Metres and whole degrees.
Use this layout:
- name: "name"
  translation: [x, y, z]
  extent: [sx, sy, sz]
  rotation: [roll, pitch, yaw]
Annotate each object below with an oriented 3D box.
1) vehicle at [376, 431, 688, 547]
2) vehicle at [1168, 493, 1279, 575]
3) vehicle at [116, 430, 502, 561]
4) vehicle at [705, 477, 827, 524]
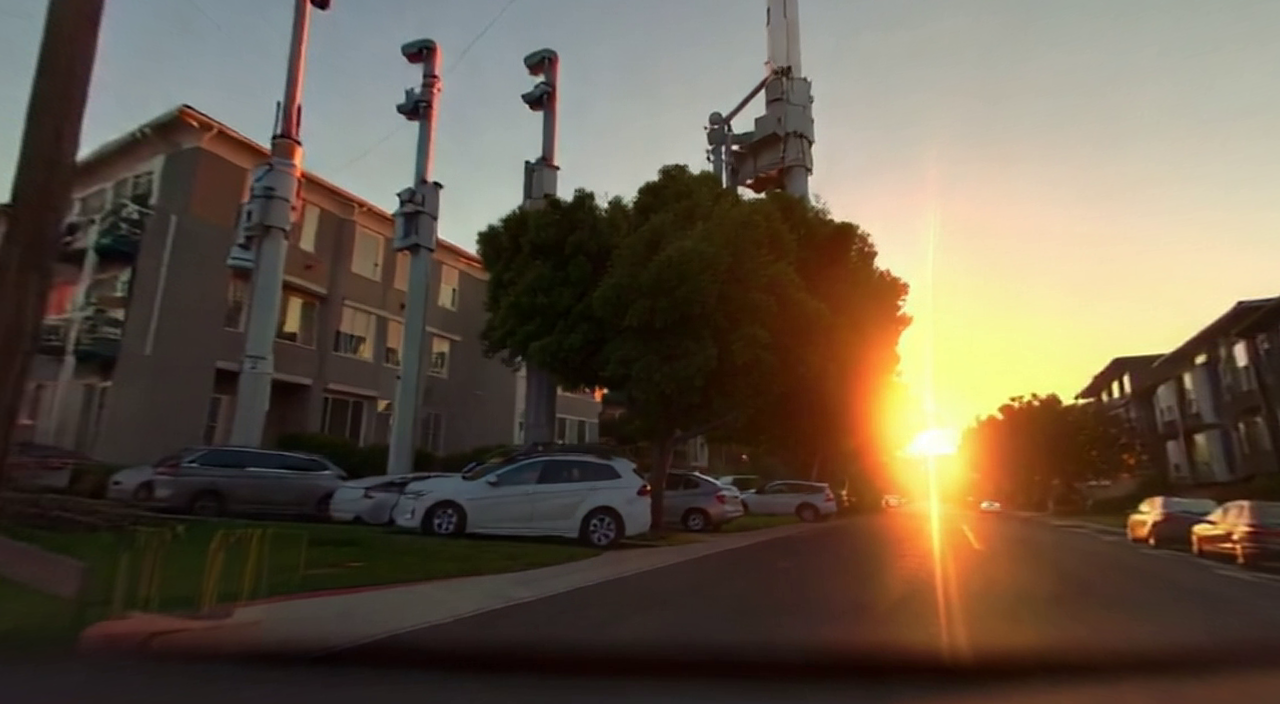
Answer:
- name: "vehicle"
  translation: [-1.965, 2.703, 12.532]
  extent: [5.514, 1.976, 2.153]
  rotation: [2, -11, -5]
- name: "vehicle"
  translation: [14.341, 3.826, 13.131]
  extent: [4.724, 1.522, 1.948]
  rotation: [-5, -12, 29]
- name: "vehicle"
  translation: [-4.628, 2.133, 9.527]
  extent: [4.648, 1.659, 1.897]
  rotation: [2, -11, -3]
- name: "vehicle"
  translation: [5.020, 5.973, 25.516]
  extent: [4.450, 1.707, 1.902]
  rotation: [3, -11, -7]
